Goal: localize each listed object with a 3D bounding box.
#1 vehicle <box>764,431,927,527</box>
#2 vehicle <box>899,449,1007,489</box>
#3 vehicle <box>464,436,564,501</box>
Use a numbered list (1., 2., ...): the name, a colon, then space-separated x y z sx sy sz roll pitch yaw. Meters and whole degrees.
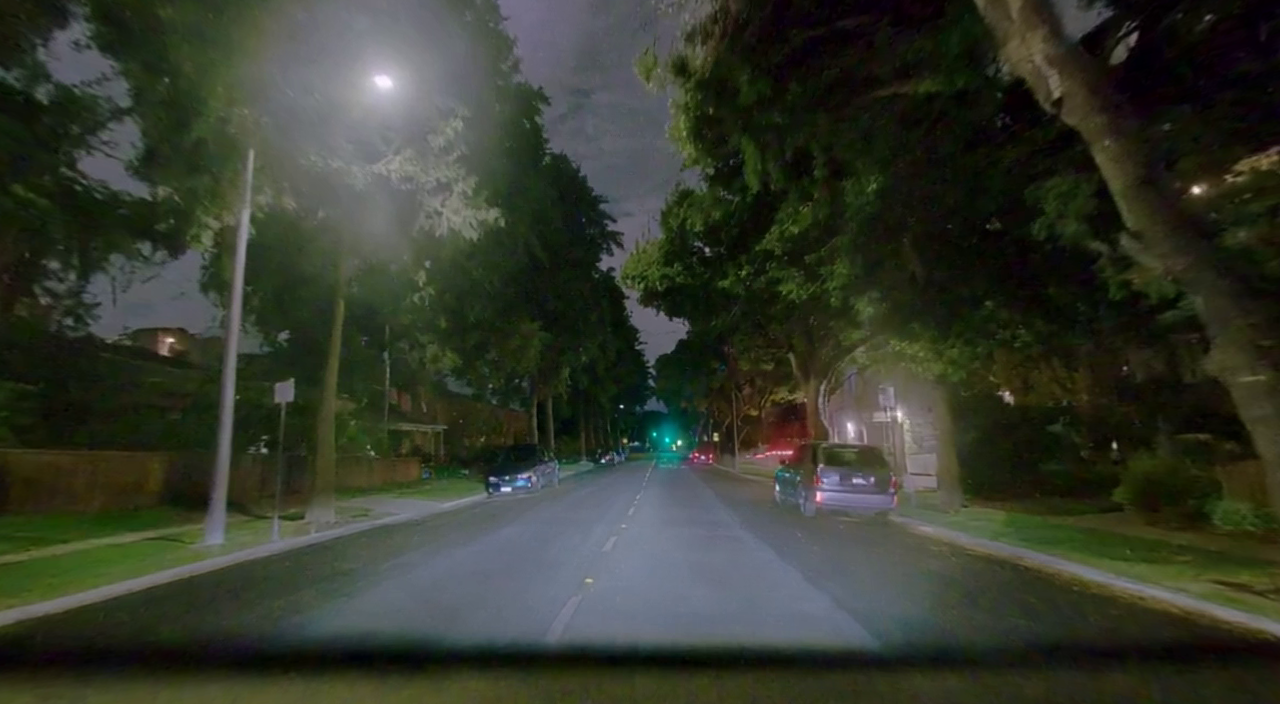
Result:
1. vehicle: 4.053 2.569 13.342 2.115 1.673 4.236 -1 -9 2
2. vehicle: 12.928 4.770 26.052 4.242 1.503 1.922 5 -10 -32
3. vehicle: -4.049 3.868 21.099 2.093 1.810 4.555 -3 -10 4
